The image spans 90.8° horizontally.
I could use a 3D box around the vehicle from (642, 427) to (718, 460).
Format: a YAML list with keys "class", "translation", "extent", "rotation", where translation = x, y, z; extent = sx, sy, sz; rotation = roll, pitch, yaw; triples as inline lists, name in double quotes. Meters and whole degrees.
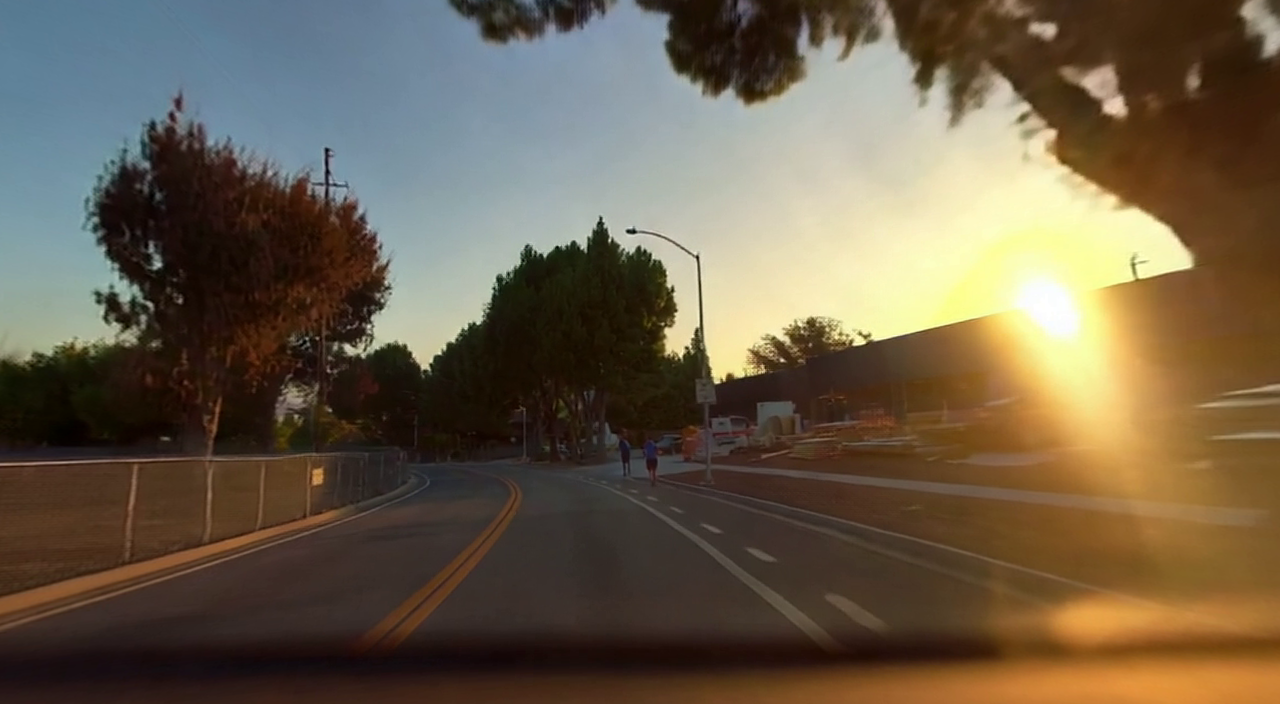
- class: "vehicle"
  translation: [2.934, 6.592, 45.677]
  extent: [5.021, 1.930, 2.119]
  rotation: [-1, -8, -33]

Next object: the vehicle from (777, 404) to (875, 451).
- class: "vehicle"
  translation: [7.554, 3.110, 25.795]
  extent: [3.451, 1.504, 1.652]
  rotation: [6, -12, -7]

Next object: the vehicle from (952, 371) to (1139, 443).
- class: "vehicle"
  translation: [9.269, 1.372, 14.834]
  extent: [1.635, 1.445, 3.563]
  rotation: [0, -9, -9]

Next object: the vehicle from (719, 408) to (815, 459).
- class: "vehicle"
  translation: [5.699, 3.714, 28.401]
  extent: [3.674, 1.559, 1.775]
  rotation: [12, -13, -11]

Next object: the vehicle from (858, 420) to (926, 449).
- class: "vehicle"
  translation: [16.902, 5.536, 42.290]
  extent: [4.663, 1.791, 2.050]
  rotation: [6, -10, -38]

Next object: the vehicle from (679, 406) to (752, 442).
- class: "vehicle"
  translation: [4.880, 4.648, 40.654]
  extent: [4.180, 1.880, 2.028]
  rotation: [10, -10, -30]
